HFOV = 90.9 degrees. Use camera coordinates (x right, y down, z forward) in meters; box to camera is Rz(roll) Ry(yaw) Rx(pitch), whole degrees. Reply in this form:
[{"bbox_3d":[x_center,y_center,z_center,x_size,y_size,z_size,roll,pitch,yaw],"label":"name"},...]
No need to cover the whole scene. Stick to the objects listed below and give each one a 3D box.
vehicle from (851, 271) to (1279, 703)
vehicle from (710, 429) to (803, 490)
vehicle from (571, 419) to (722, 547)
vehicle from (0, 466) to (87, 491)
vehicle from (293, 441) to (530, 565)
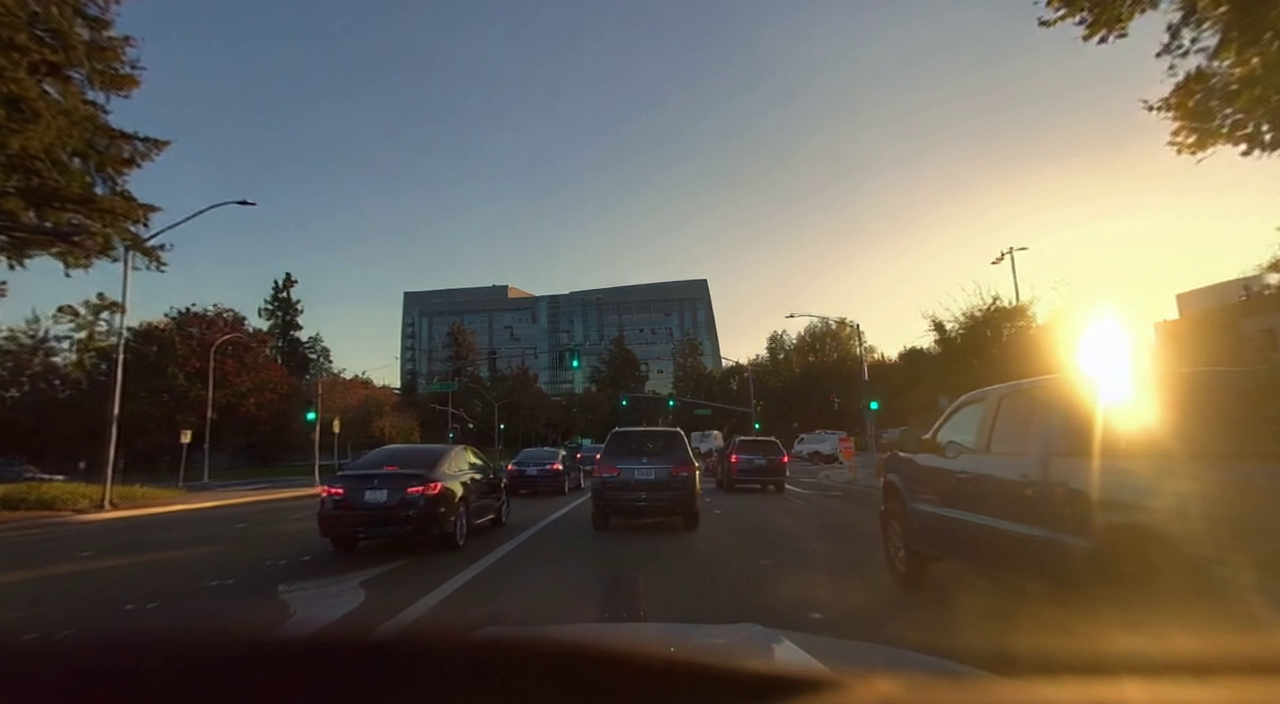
[{"bbox_3d":[3.428,0.878,3.473,2.571,1.857,5.841,0,-9,1],"label":"vehicle"},{"bbox_3d":[3.979,3.809,22.646,2.408,1.908,5.355,0,-9,1],"label":"vehicle"},{"bbox_3d":[0.119,2.133,10.853,2.113,1.768,3.901,0,-9,1],"label":"vehicle"},{"bbox_3d":[-40.927,8.506,42.474,5.100,1.533,2.032,1,-9,-9],"label":"vehicle"},{"bbox_3d":[-3.182,2.176,10.030,1.909,1.476,4.751,0,-8,1],"label":"vehicle"}]
